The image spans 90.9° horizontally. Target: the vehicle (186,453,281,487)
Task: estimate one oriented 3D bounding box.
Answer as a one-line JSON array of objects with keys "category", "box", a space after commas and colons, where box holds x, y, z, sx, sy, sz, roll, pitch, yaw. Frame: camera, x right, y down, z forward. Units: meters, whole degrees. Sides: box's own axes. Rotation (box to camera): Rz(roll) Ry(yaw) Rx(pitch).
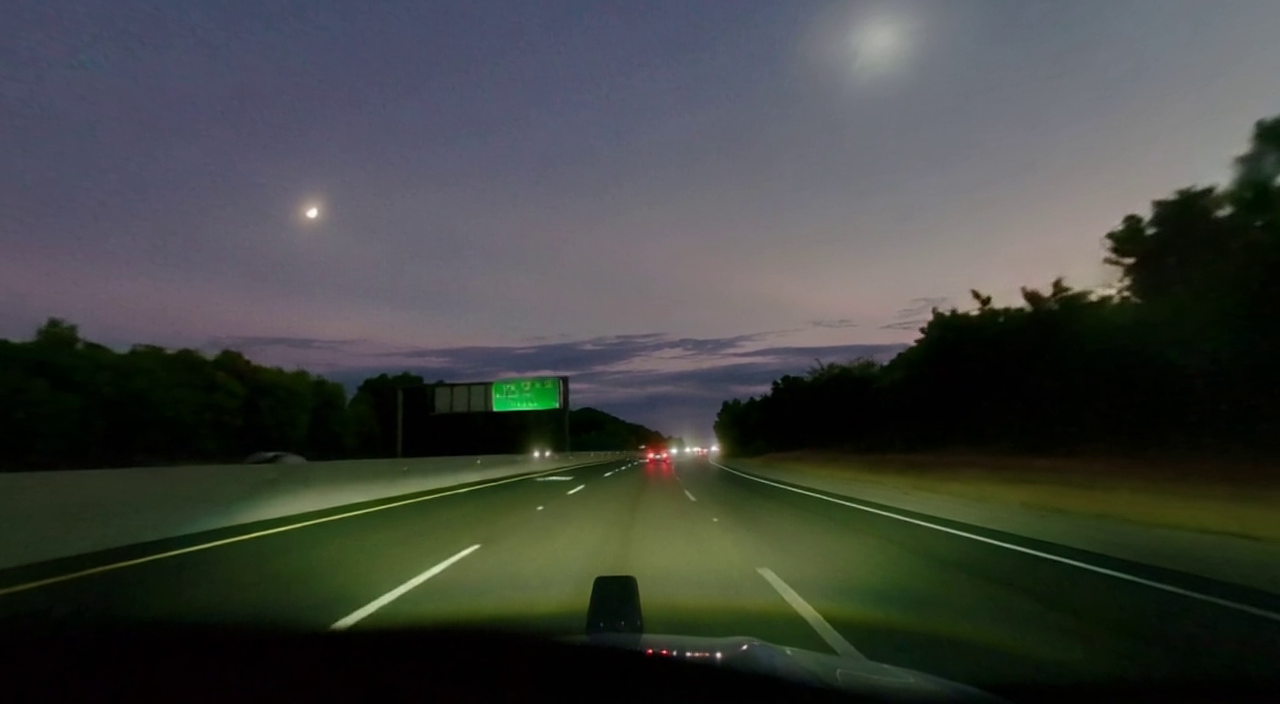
[{"category": "vehicle", "box": [-18.326, 5.318, 28.608, 1.661, 1.423, 3.796, 0, -9, 2]}]
